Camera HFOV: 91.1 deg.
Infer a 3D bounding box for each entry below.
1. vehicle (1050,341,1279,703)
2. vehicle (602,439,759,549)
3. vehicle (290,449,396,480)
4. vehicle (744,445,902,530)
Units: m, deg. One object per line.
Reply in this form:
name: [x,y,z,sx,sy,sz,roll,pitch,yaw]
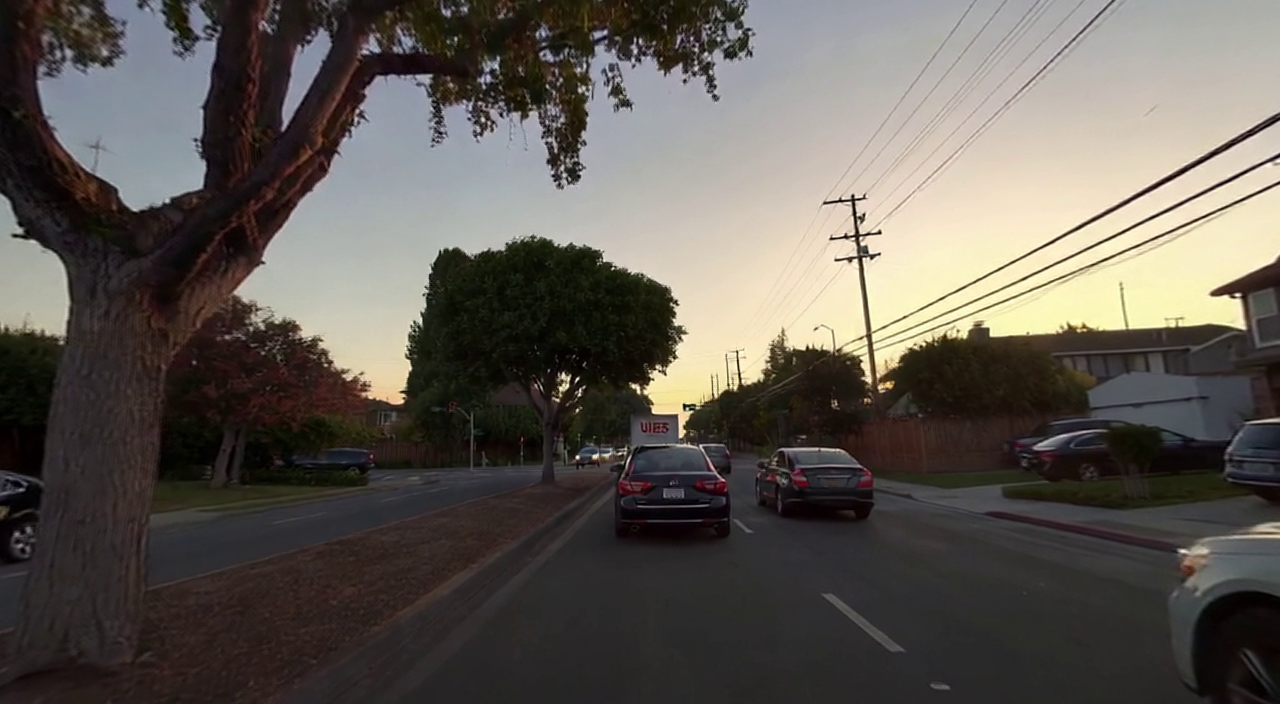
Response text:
vehicle: [3.322,0.643,1.048,2.069,1.722,4.888,0,-9,2]
vehicle: [0.557,2.299,10.913,2.158,1.499,4.377,0,-9,0]
vehicle: [-17.513,6.631,37.186,5.274,1.793,1.921,0,-9,2]
vehicle: [3.575,2.714,13.265,1.993,1.479,4.487,0,-9,0]
